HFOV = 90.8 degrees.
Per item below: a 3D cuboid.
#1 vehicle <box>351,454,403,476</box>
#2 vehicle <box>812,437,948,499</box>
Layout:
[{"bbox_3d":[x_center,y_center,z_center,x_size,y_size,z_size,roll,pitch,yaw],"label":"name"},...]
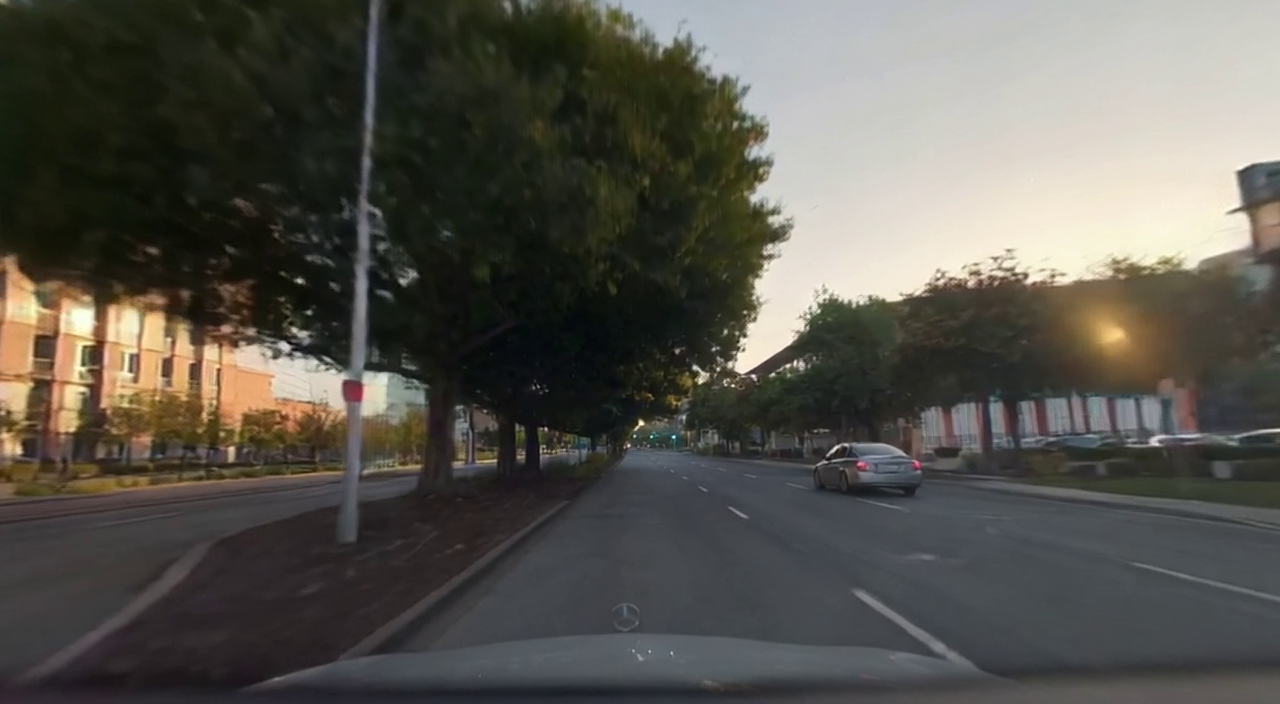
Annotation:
[{"bbox_3d":[-19.292,8.284,46.578,1.895,1.458,4.586,-3,-9,0],"label":"vehicle"},{"bbox_3d":[6.602,3.240,18.074,1.913,1.504,4.738,0,-8,-1],"label":"vehicle"}]
